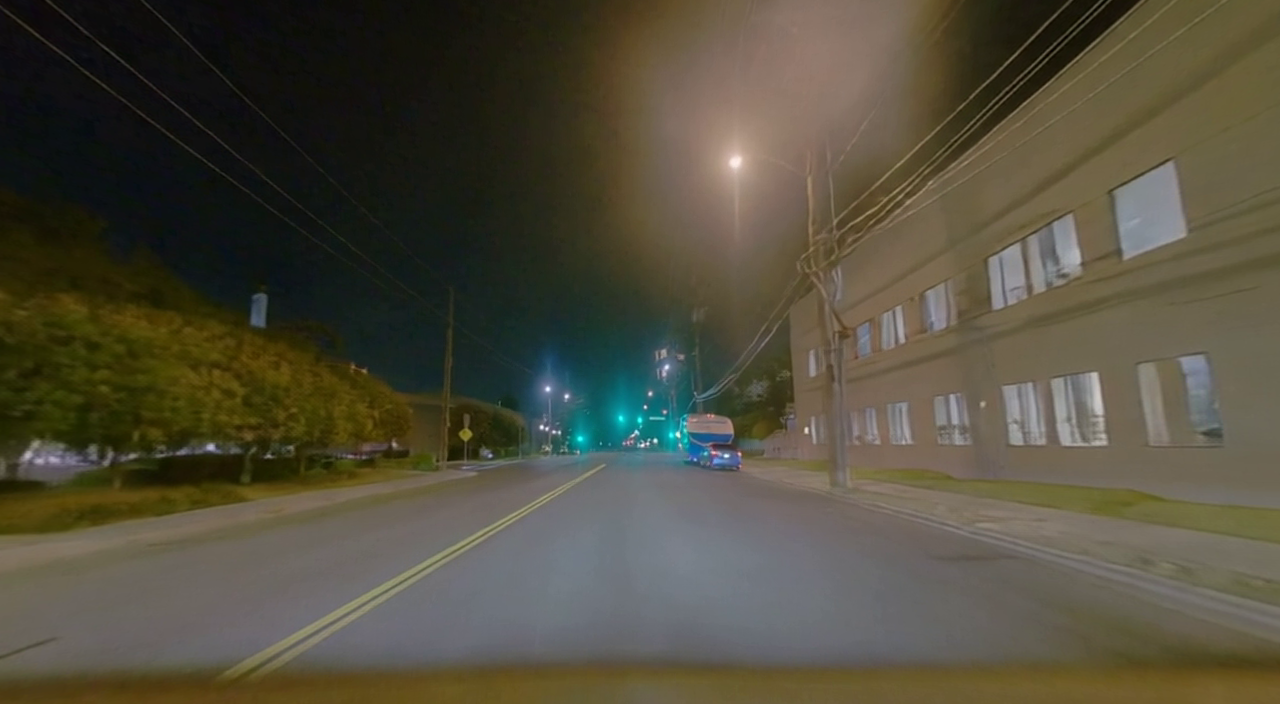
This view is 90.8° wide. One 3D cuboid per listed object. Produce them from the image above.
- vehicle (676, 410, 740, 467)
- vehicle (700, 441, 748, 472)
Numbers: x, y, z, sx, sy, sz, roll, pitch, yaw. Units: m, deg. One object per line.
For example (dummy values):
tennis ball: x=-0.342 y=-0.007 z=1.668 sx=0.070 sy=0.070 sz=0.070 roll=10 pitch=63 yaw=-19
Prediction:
vehicle: x=4.169 y=5.610 z=40.816 sx=3.110 sy=3.241 sz=8.788 roll=0 pitch=-8 yaw=0
vehicle: x=4.345 y=5.469 z=33.320 sx=1.852 sy=1.497 sz=3.672 roll=-2 pitch=-8 yaw=-2
